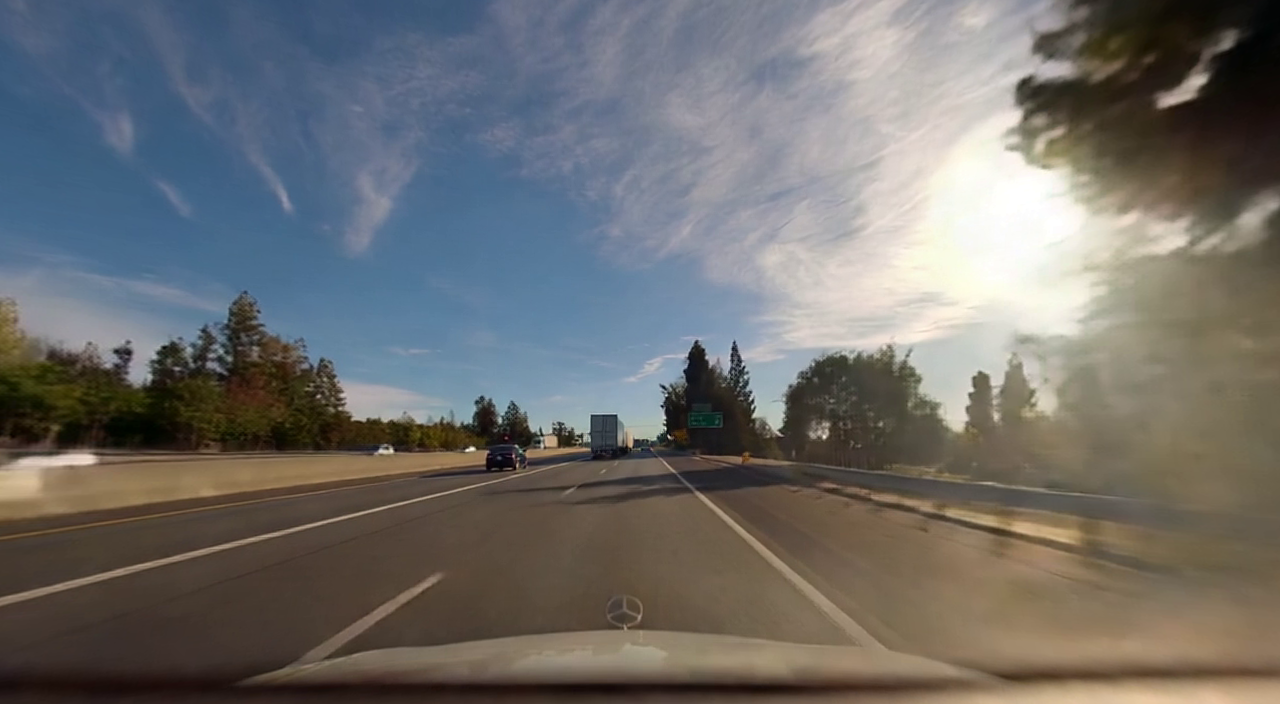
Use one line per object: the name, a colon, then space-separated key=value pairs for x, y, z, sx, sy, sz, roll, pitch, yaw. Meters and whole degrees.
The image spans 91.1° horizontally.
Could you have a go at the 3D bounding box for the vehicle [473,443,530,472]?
vehicle: x=-7.414 y=5.684 z=34.144 sx=1.901 sy=1.467 sz=4.629 roll=0 pitch=-8 yaw=2
